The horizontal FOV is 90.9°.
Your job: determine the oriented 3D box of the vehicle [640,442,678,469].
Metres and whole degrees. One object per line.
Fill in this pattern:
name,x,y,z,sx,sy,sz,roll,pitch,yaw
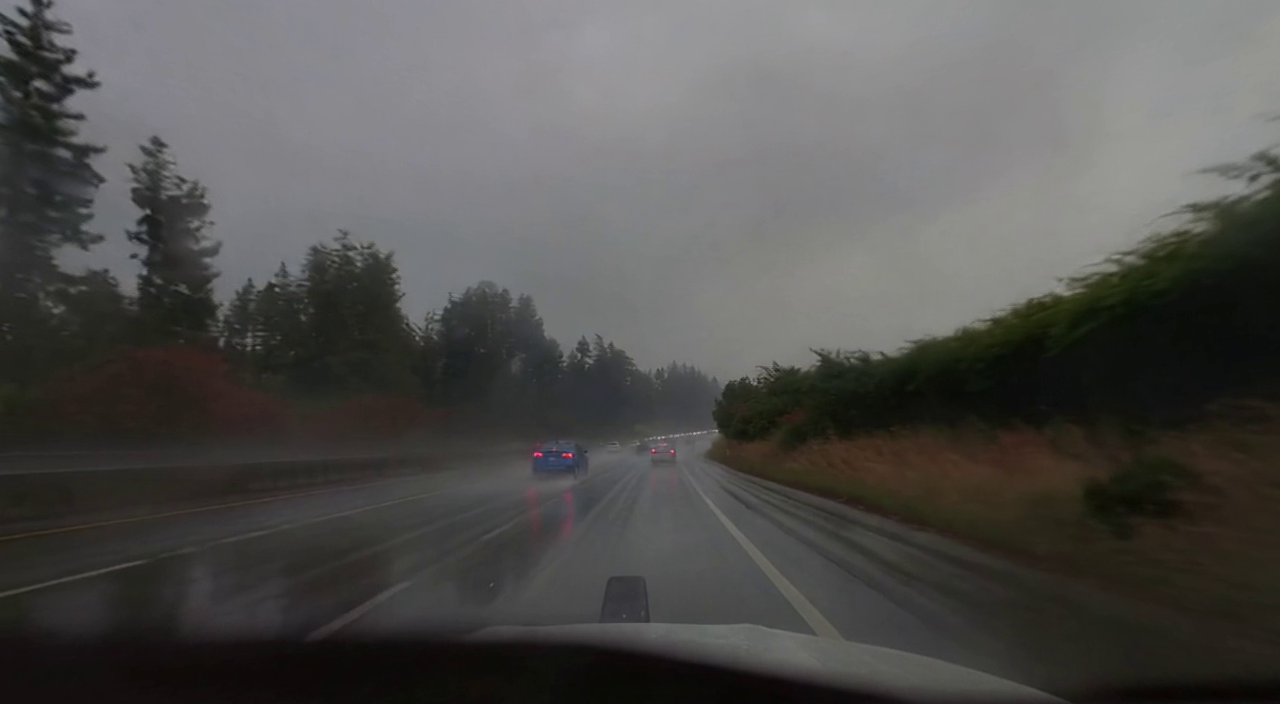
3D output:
vehicle,1.160,5.935,36.430,2.113,1.464,4.073,0,-8,3

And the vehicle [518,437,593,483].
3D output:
vehicle,-3.007,3.972,23.553,2.024,1.531,4.431,0,-8,2
